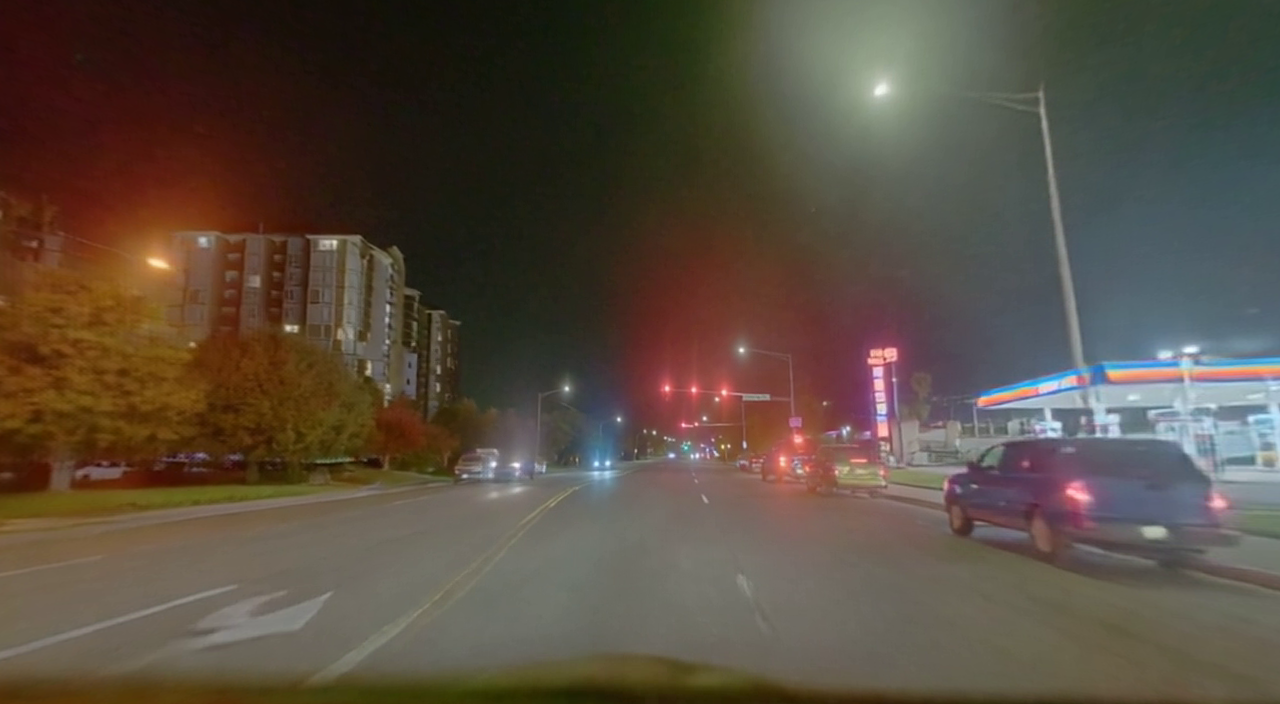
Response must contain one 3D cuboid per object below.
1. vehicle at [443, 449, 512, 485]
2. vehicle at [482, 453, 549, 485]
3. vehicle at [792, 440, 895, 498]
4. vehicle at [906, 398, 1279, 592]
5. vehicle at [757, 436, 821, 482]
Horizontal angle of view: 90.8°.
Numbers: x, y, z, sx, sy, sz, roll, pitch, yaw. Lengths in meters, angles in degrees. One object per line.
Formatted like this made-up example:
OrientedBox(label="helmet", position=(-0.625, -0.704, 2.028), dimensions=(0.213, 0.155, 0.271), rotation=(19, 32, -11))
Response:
OrientedBox(label="vehicle", position=(-9.600, 6.836, 37.909), dimensions=(2.214, 1.994, 5.721), rotation=(-1, -9, 5))
OrientedBox(label="vehicle", position=(-6.721, 6.366, 34.717), dimensions=(2.007, 1.606, 4.764), rotation=(-2, -9, 9))
OrientedBox(label="vehicle", position=(6.714, 3.909, 21.532), dimensions=(1.995, 1.720, 5.067), rotation=(-1, -9, 2))
OrientedBox(label="vehicle", position=(5.783, 1.817, 8.878), dimensions=(2.194, 1.896, 5.049), rotation=(-1, -9, 5))
OrientedBox(label="vehicle", position=(7.481, 5.437, 32.317), dimensions=(2.181, 2.103, 6.044), rotation=(-1, -9, 4))
